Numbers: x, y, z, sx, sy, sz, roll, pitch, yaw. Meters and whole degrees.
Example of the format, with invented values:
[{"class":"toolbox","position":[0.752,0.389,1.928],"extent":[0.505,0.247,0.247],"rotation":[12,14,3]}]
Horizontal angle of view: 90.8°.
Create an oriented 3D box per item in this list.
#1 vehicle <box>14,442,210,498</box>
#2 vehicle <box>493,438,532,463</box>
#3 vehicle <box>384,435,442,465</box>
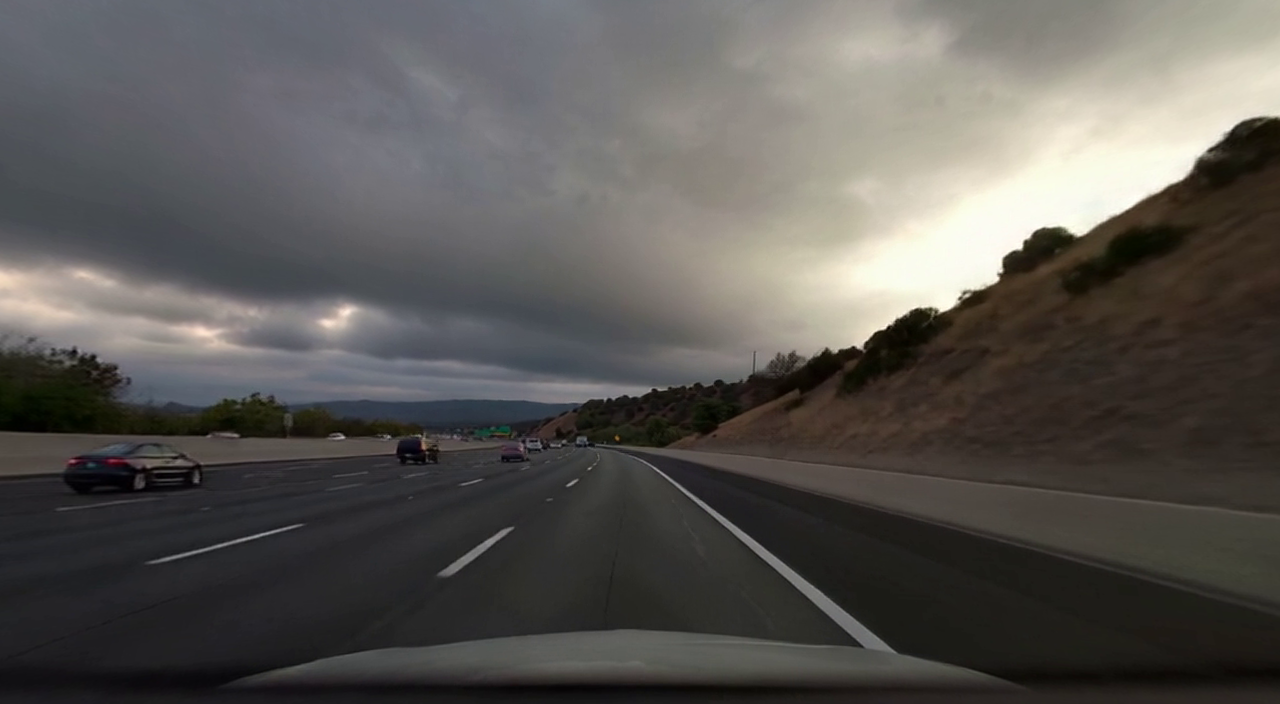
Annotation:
[{"class":"vehicle","position":[-15.407,3.441,18.873],"extent":[1.955,1.429,4.575],"rotation":[0,-9,-1]},{"class":"vehicle","position":[-9.424,7.313,46.943],"extent":[2.104,1.715,4.319],"rotation":[0,-8,-2]},{"class":"vehicle","position":[-16.014,6.926,44.897],"extent":[2.240,1.953,5.452],"rotation":[1,-8,-2]}]
